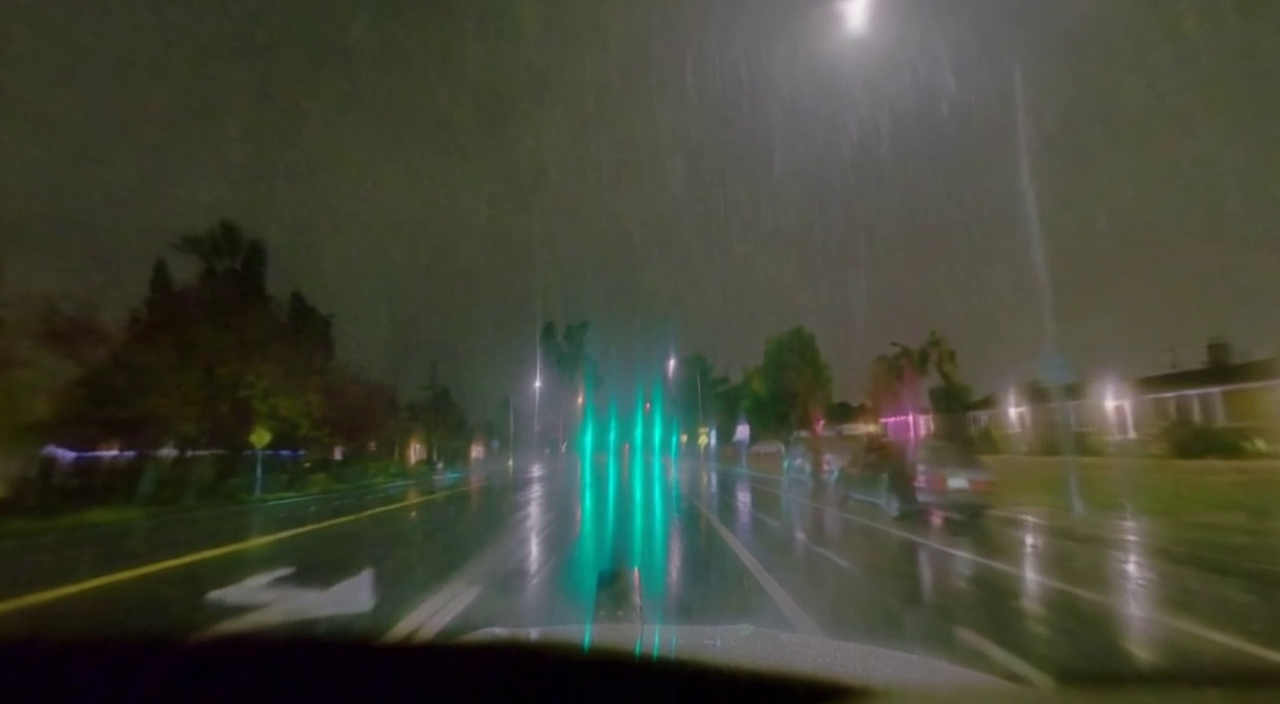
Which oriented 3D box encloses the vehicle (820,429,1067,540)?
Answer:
[{"bbox_3d":[5.012,2.238,11.379,1.995,1.553,4.628,0,-9,-2],"label":"vehicle"}]
